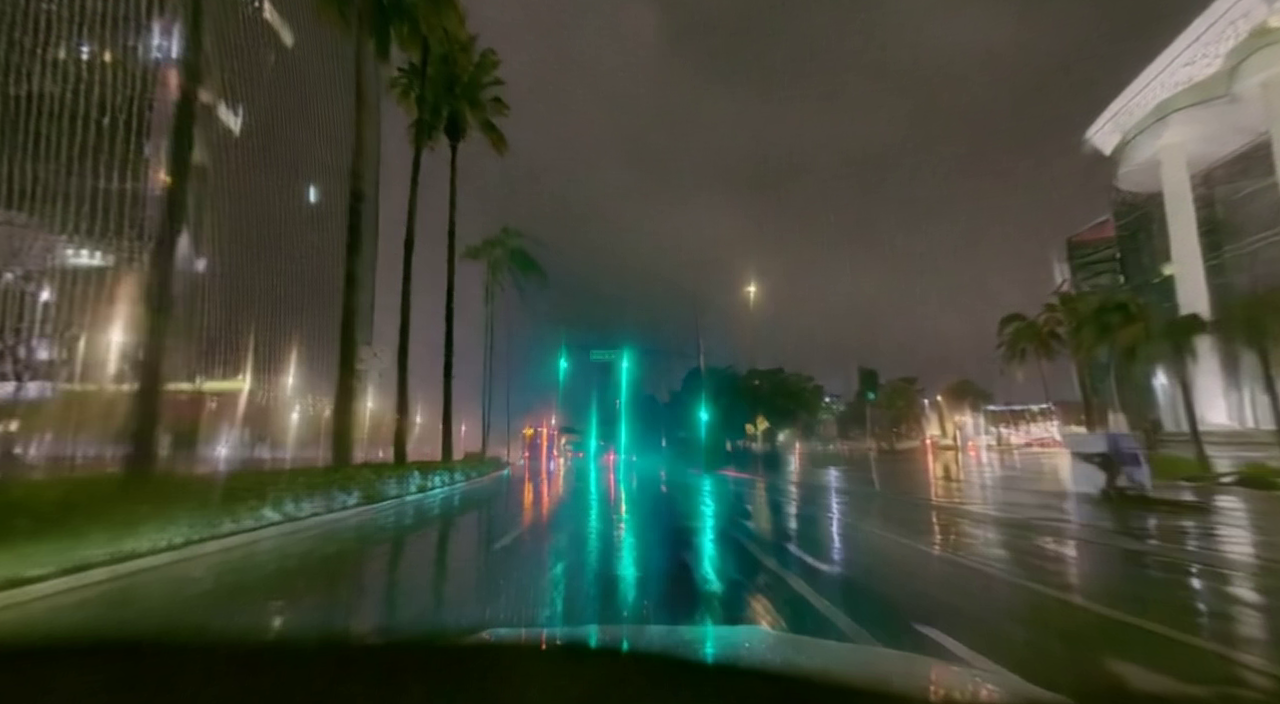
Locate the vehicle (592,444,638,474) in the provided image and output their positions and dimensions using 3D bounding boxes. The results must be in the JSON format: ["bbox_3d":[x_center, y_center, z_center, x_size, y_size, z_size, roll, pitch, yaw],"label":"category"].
[{"bbox_3d":[-1.439,5.737,34.092,2.107,1.481,4.097,1,-8,-8],"label":"vehicle"}]

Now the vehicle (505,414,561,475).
[{"bbox_3d":[-5.838,5.229,35.673,2.678,3.042,8.474,1,-9,-7],"label":"vehicle"}]
